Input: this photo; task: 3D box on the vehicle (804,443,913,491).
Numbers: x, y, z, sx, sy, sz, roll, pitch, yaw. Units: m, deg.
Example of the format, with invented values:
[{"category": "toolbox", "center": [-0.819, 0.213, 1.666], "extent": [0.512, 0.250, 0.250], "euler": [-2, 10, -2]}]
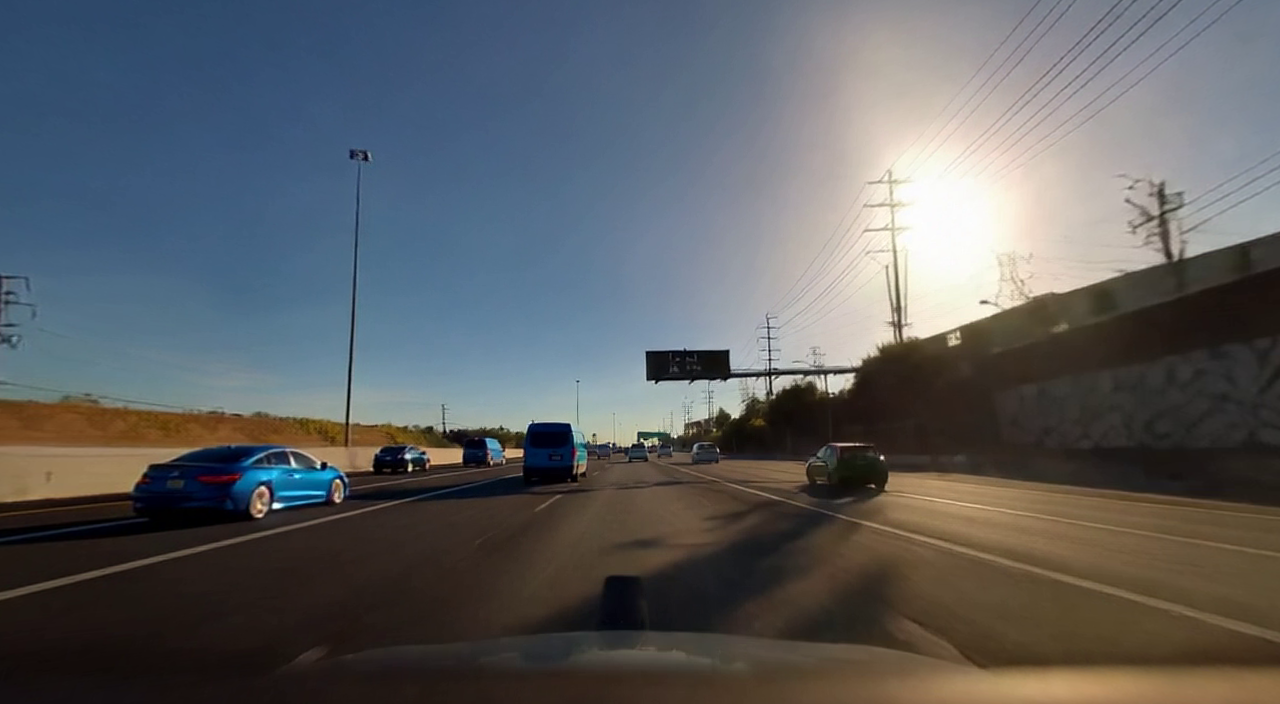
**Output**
[{"category": "vehicle", "center": [7.439, 3.958, 22.013], "extent": [2.052, 1.470, 4.364], "euler": [0, -9, -3]}]

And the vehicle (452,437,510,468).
[{"category": "vehicle", "center": [-11.655, 7.428, 46.658], "extent": [2.596, 2.162, 6.328], "euler": [0, -9, 0]}]

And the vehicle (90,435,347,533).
[{"category": "vehicle", "center": [-7.757, 2.443, 12.299], "extent": [1.967, 1.525, 4.458], "euler": [0, -9, -1]}]

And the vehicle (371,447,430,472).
[{"category": "vehicle", "center": [-15.231, 6.855, 40.380], "extent": [1.937, 1.523, 4.708], "euler": [0, -9, 0]}]

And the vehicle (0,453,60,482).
[{"category": "vehicle", "center": [-33.792, 6.185, 33.780], "extent": [1.696, 1.466, 3.770], "euler": [0, -9, -1]}]

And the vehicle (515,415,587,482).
[{"category": "vehicle", "center": [-3.840, 4.341, 28.427], "extent": [2.395, 2.660, 5.827], "euler": [0, -9, 0]}]

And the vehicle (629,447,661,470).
[{"category": "vehicle", "center": [0.324, 7.465, 44.409], "extent": [2.084, 1.492, 4.137], "euler": [0, -9, -2]}]

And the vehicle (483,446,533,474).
[{"category": "vehicle", "center": [-7.514, 6.177, 36.164], "extent": [1.944, 1.490, 4.442], "euler": [0, -9, -1]}]

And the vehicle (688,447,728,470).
[{"category": "vehicle", "center": [4.743, 7.534, 44.747], "extent": [2.095, 1.504, 4.536], "euler": [0, -9, -3]}]
